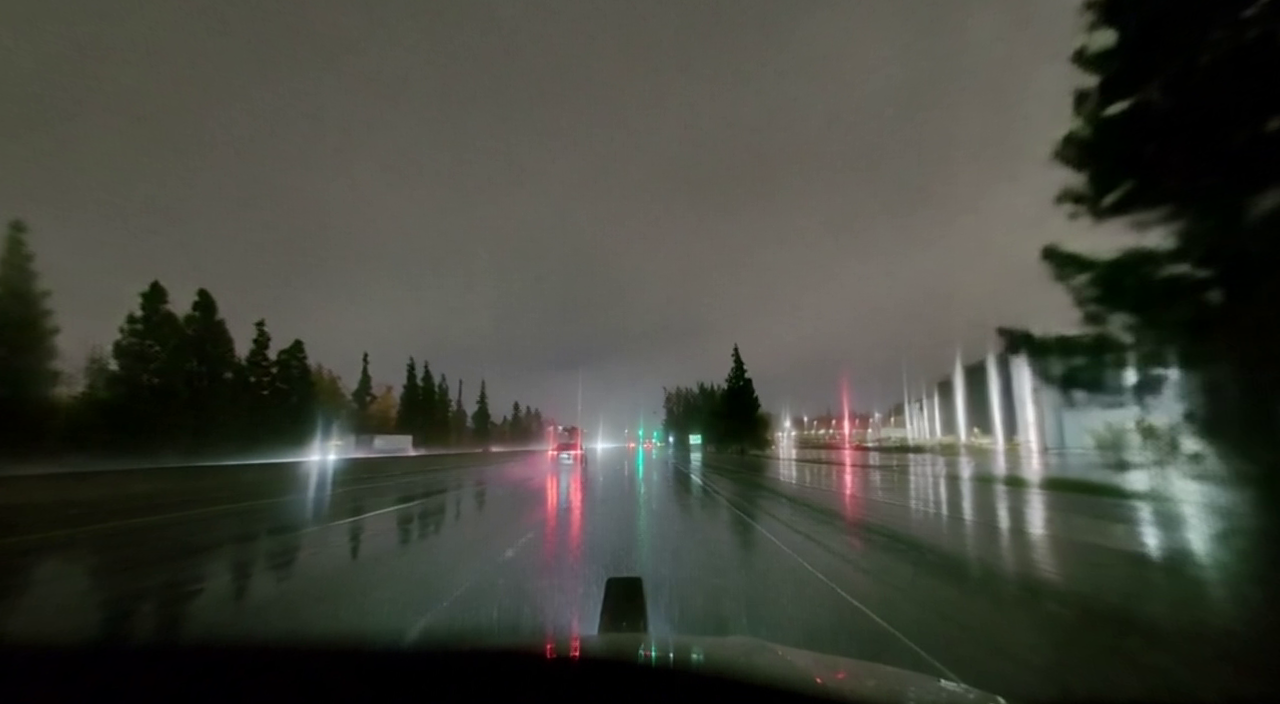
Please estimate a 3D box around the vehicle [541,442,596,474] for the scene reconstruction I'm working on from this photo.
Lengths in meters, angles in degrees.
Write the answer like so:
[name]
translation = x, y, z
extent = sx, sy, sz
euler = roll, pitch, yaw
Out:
[vehicle]
translation = -3.430, 5.177, 31.079
extent = 2.128, 1.450, 4.078
euler = 0, -8, 1
